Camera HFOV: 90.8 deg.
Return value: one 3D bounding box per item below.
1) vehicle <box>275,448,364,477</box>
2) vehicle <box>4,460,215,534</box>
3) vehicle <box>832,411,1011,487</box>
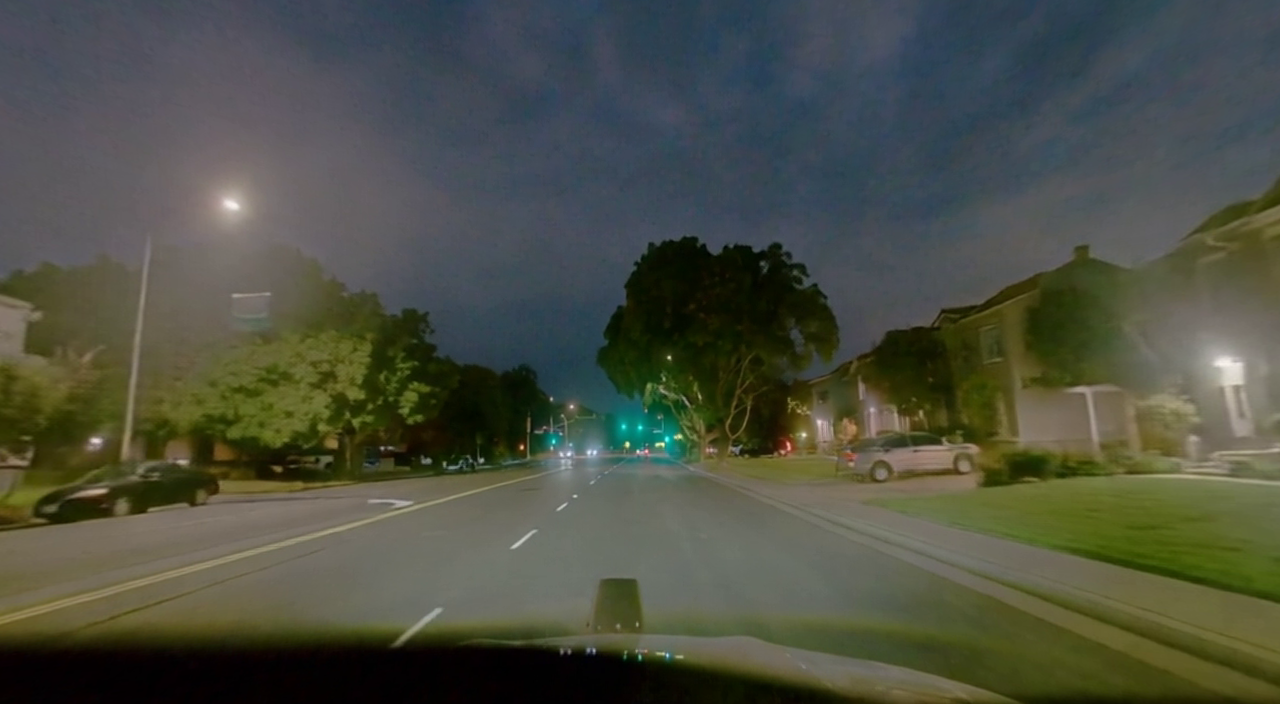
[{"bbox_3d":[-21.193,7.315,41.880,4.756,1.869,2.042,-1,-9,4],"label":"vehicle"},{"bbox_3d":[-14.019,3.803,17.179,1.876,1.495,4.647,-4,-9,-2],"label":"vehicle"},{"bbox_3d":[9.164,3.181,20.819,4.790,1.681,2.029,-7,-8,-5],"label":"vehicle"}]
